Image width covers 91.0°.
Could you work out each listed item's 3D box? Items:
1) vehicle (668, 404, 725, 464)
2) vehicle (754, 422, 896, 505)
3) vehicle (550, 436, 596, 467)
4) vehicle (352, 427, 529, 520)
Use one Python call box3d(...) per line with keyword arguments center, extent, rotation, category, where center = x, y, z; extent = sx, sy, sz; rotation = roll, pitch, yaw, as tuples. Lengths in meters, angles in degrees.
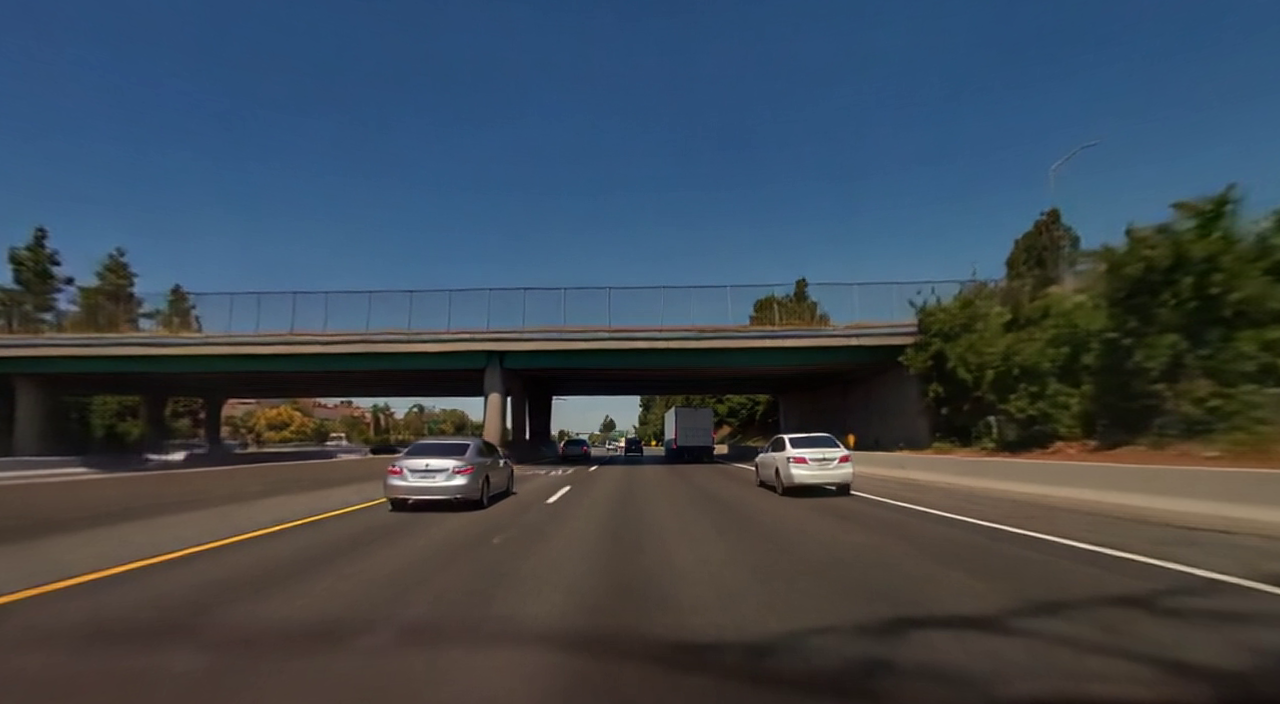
box3d(center=(3.665, 5.774, 44.097), extent=(2.824, 3.585, 11.410), rotation=(-1, -8, -1), category="vehicle")
box3d(center=(4.065, 2.520, 14.661), extent=(2.001, 1.625, 4.088), rotation=(-1, -8, -1), category="vehicle")
box3d(center=(-3.522, 5.291, 33.737), extent=(2.064, 1.479, 4.370), rotation=(-1, -8, -1), category="vehicle")
box3d(center=(-3.716, 2.336, 12.735), extent=(2.122, 1.486, 4.532), rotation=(-1, -8, 0), category="vehicle")
